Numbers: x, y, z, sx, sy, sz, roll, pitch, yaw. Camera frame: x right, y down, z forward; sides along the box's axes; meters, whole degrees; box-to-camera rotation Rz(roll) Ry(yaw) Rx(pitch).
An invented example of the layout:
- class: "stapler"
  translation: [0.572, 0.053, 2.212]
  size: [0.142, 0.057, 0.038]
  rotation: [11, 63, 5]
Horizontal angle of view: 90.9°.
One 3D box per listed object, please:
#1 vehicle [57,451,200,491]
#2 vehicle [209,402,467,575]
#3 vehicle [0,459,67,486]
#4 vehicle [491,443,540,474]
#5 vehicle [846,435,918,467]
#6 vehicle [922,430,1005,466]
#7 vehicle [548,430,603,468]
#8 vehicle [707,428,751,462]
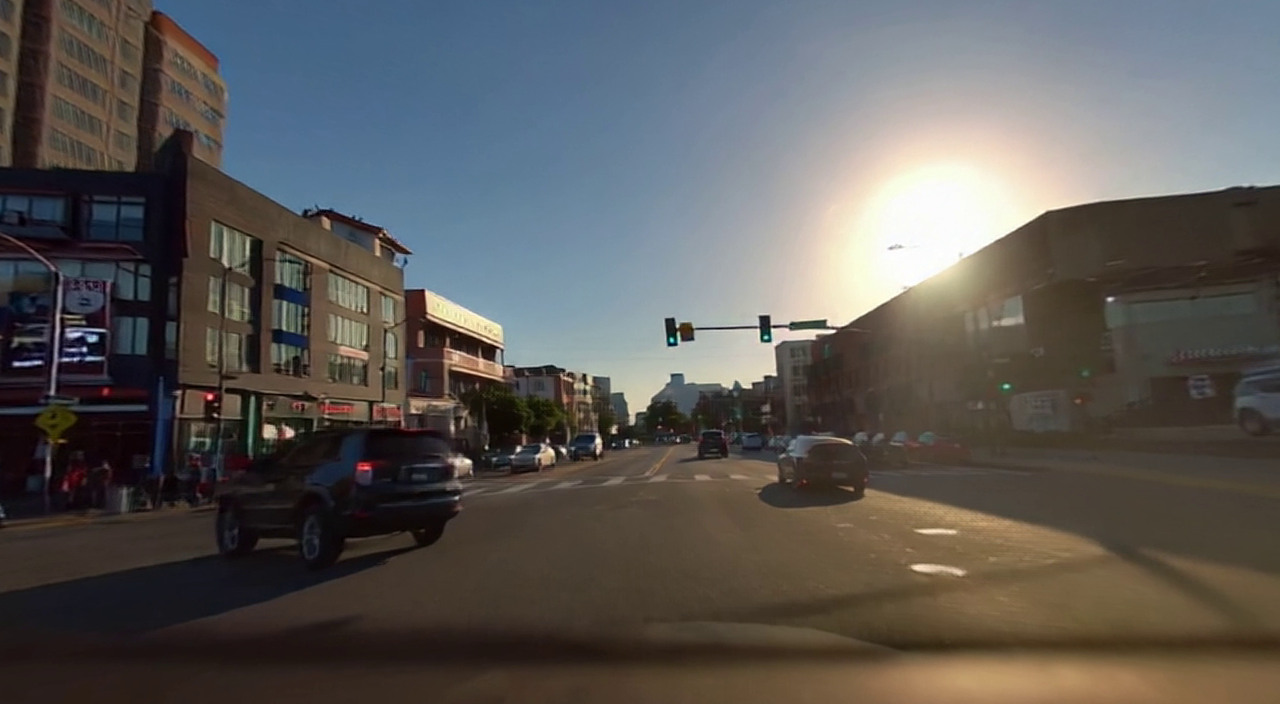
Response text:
- class: "vehicle"
  translation: [-22.473, 5.256, 27.841]
  size: [4.511, 1.670, 2.082]
  rotation: [-1, -11, 3]
- class: "vehicle"
  translation: [-4.671, 1.847, 9.371]
  size: [2.157, 1.863, 4.665]
  rotation: [7, -11, -41]
- class: "vehicle"
  translation: [-41.124, 8.010, 41.998]
  size: [4.099, 1.674, 1.908]
  rotation: [-1, -8, 3]
- class: "vehicle"
  translation: [-6.907, 5.909, 35.326]
  size: [1.760, 1.491, 3.722]
  rotation: [1, -7, 3]
- class: "vehicle"
  translation: [11.570, 4.755, 30.508]
  size: [1.863, 1.426, 4.494]
  rotation: [-1, -8, 2]
- class: "vehicle"
  translation: [15.546, 4.670, 30.625]
  size: [1.746, 1.446, 4.475]
  rotation: [-5, -9, 2]
- class: "vehicle"
  translation: [-3.685, 5.722, 37.299]
  size: [2.428, 2.035, 5.636]
  rotation: [-1, -8, 3]
- class: "vehicle"
  translation: [5.426, 5.760, 39.135]
  size: [2.115, 1.932, 5.189]
  rotation: [-1, -8, 2]
